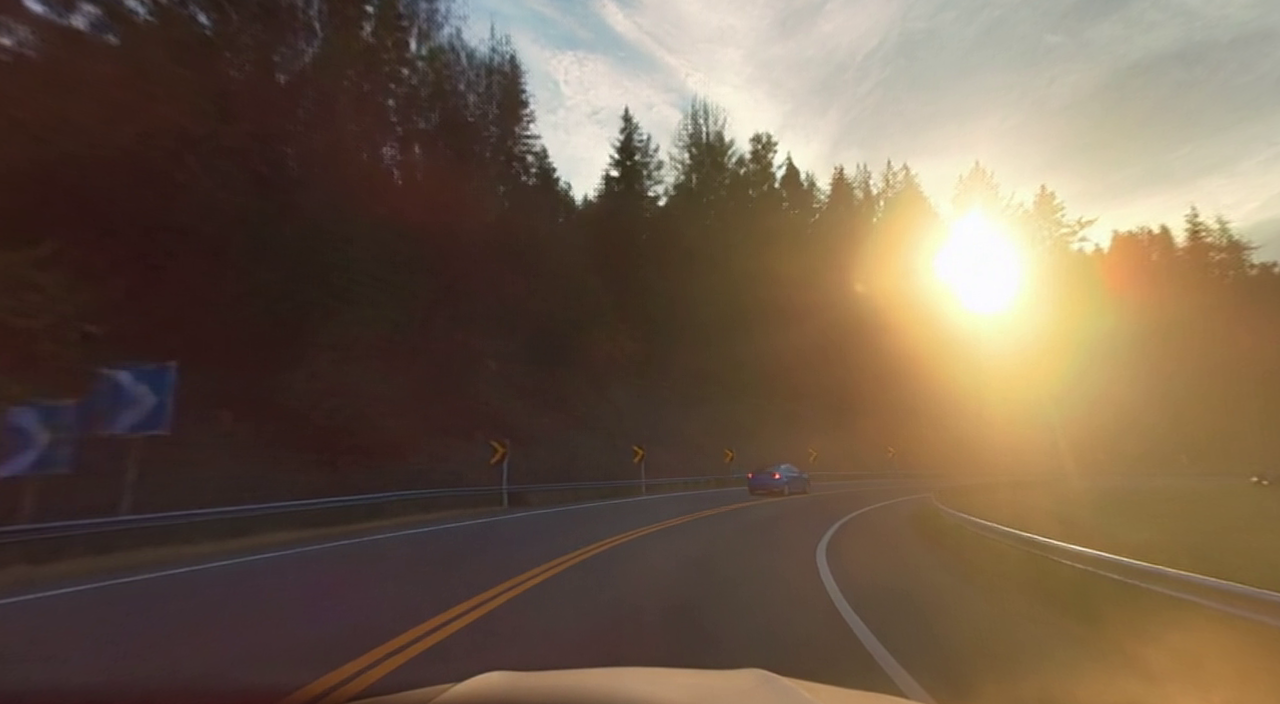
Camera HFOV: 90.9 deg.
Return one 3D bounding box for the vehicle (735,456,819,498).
[{"bbox_3d":[6.135,5.503,27.909,1.997,1.692,4.422,-7,-13,35],"label":"vehicle"}]
